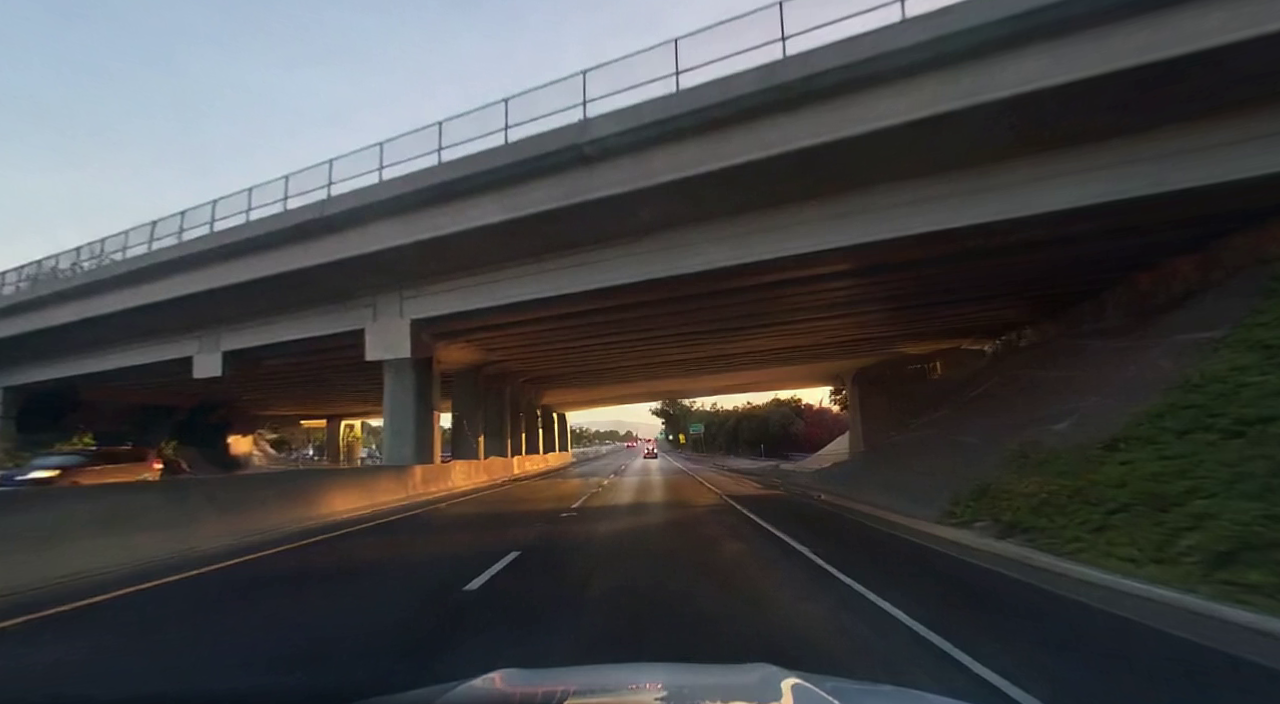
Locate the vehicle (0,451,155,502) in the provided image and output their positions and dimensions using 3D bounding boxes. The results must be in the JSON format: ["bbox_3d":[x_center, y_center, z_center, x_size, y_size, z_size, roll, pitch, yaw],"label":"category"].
[{"bbox_3d":[-20.276,4.387,22.724,1.909,1.592,4.485,0,-8,1],"label":"vehicle"}]
